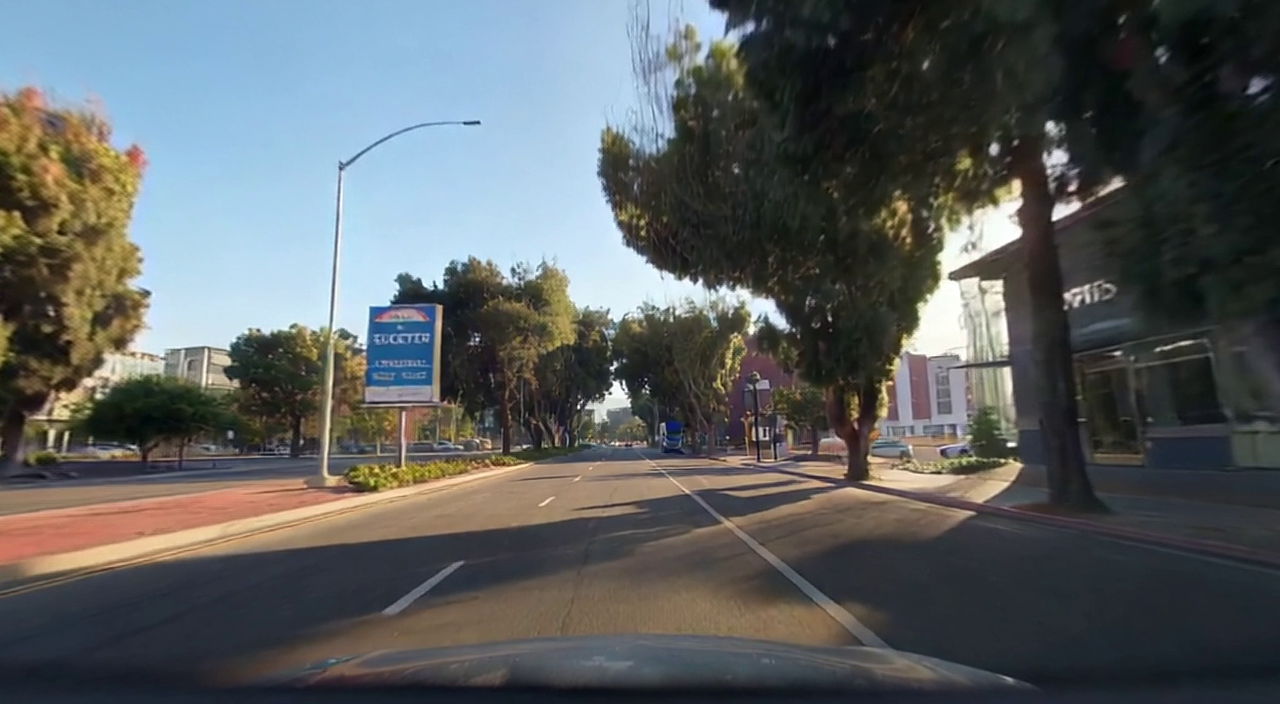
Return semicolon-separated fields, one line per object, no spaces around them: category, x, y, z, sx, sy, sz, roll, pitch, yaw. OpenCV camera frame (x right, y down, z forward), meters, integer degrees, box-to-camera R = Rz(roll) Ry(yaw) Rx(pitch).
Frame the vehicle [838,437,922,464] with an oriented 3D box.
vehicle;14.419;5.935;38.162;4.296;1.596;1.807;0;-9;0

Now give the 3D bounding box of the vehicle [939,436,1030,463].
vehicle;20.852;5.907;38.364;4.416;1.561;1.876;0;-9;0
